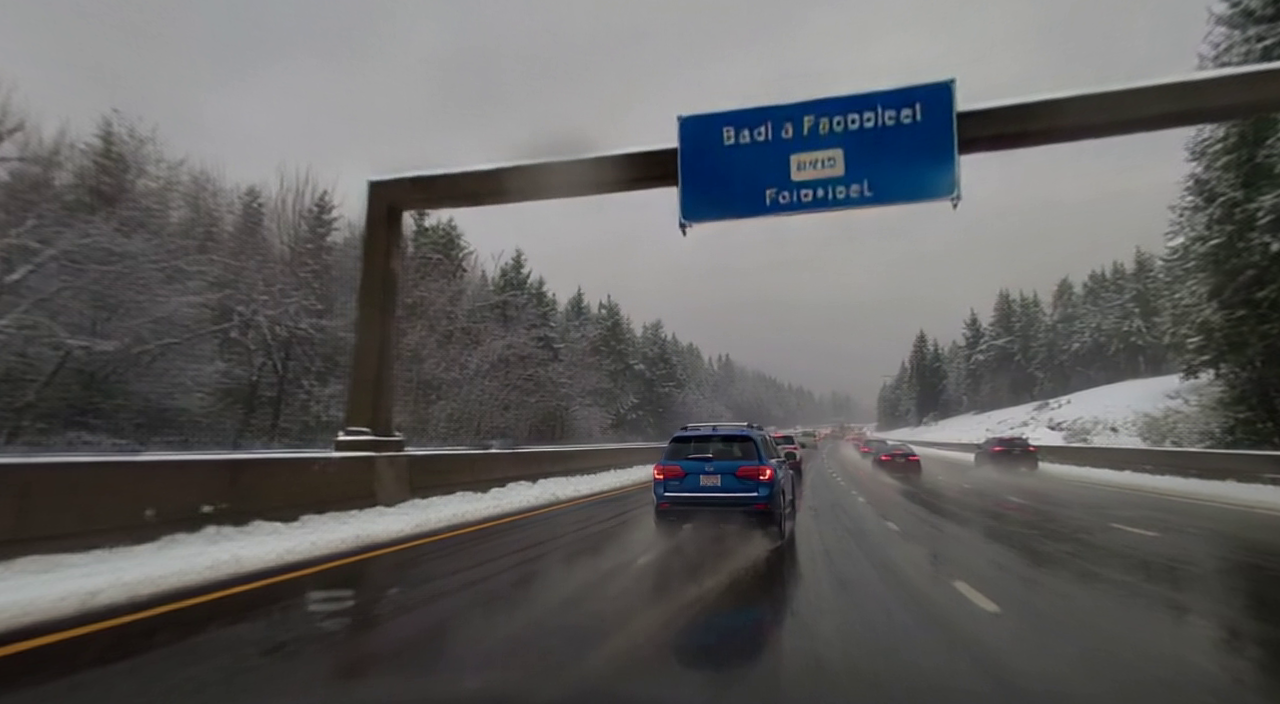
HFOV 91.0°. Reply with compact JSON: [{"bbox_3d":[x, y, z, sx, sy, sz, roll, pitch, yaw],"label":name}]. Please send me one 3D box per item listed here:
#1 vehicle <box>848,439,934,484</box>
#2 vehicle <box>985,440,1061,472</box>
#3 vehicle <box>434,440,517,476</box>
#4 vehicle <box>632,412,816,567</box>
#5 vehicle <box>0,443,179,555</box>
[{"bbox_3d":[8.944,3.914,22.840,1.962,1.442,4.536,-2,-8,10],"label":"vehicle"},{"bbox_3d":[19.149,5.183,31.699,1.990,1.478,4.475,-2,-9,14],"label":"vehicle"},{"bbox_3d":[-8.471,5.492,32.994,1.989,1.703,4.959,-2,-9,14],"label":"vehicle"},{"bbox_3d":[1.392,1.785,8.973,2.021,1.635,4.085,-2,-9,14],"label":"vehicle"},{"bbox_3d":[-9.955,2.191,9.613,1.917,1.566,4.370,-2,-9,14],"label":"vehicle"}]
